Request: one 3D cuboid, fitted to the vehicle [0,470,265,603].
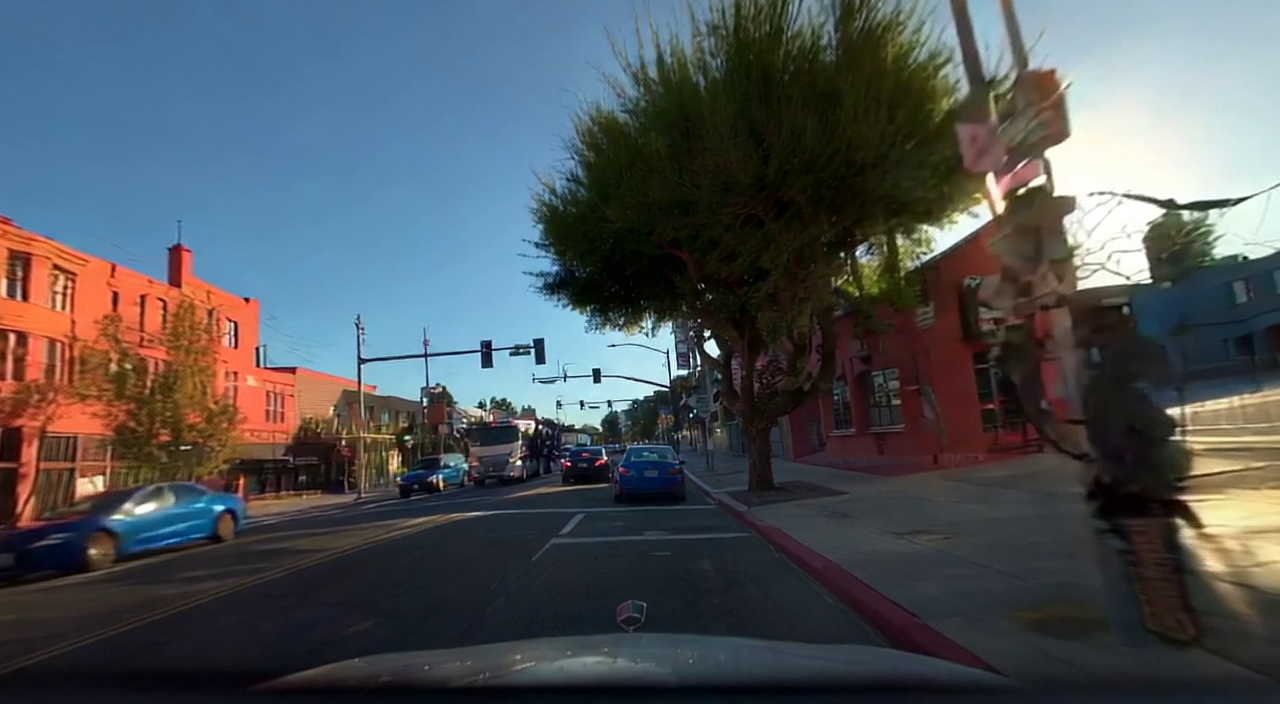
[{"bbox_3d":[-8.674,2.784,10.360,2.118,1.473,4.642,-1,-8,1],"label":"vehicle"}]

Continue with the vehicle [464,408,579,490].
[{"bbox_3d":[-5.392,4.683,30.420,2.795,3.160,8.321,-6,-9,7],"label":"vehicle"}]

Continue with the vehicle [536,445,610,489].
[{"bbox_3d":[-2.279,4.090,22.909,2.099,1.424,4.843,0,-8,1],"label":"vehicle"}]

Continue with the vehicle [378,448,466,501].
[{"bbox_3d":[-8.987,5.033,26.417,2.067,1.820,4.509,-5,-8,0],"label":"vehicle"}]

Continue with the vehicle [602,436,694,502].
[{"bbox_3d":[0.184,2.963,16.340,2.094,1.478,3.922,0,-8,0],"label":"vehicle"}]
